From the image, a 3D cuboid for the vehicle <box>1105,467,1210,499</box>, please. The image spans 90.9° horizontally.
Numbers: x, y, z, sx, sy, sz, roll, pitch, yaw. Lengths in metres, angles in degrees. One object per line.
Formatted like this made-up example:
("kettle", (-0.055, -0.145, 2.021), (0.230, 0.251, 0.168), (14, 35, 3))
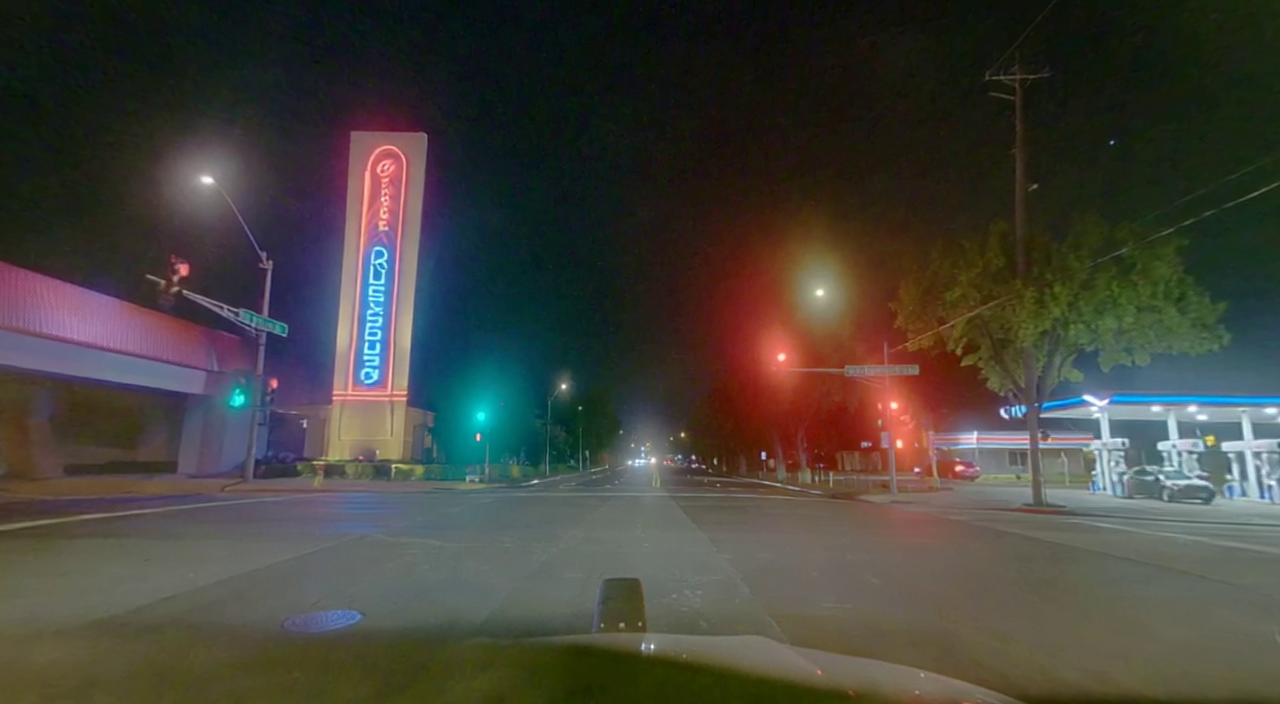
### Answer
("vehicle", (28.028, 7.072, 34.347), (1.897, 1.466, 4.211), (1, -8, -6))
